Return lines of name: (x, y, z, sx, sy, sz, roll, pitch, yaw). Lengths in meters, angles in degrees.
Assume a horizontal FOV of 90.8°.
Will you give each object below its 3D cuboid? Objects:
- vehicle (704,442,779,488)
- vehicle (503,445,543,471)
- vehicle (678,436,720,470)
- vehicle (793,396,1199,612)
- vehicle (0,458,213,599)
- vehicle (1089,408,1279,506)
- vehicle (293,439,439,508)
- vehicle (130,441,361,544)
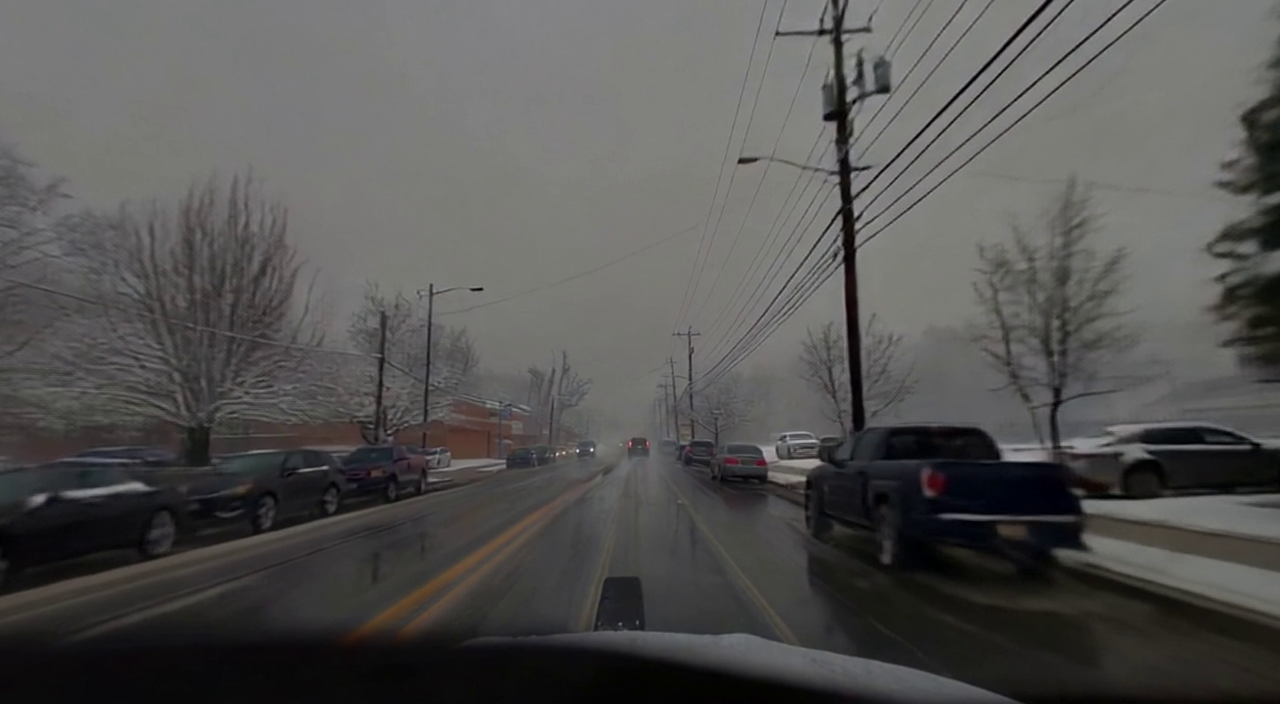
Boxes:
vehicle: (3.506, 3.981, 22.642, 1.866, 1.439, 4.482, 0, -8, -1)
vehicle: (-8.493, 7.676, 46.173, 2.113, 1.665, 5.062, 0, -7, -2)
vehicle: (3.391, 5.954, 37.177, 2.025, 1.843, 4.883, -1, -9, 1)
vehicle: (3.547, 1.601, 7.673, 2.088, 1.765, 4.704, 0, -8, -1)
vehicle: (-8.622, 2.337, 8.817, 2.022, 1.501, 4.860, 0, -7, -1)
vehicle: (11.314, 1.845, 11.480, 4.711, 1.587, 1.909, -2, -8, 3)
vehicle: (-8.317, 3.721, 19.922, 1.986, 1.831, 5.678, 0, -9, 1)
vehicle: (-8.466, 2.978, 14.280, 2.045, 1.820, 4.858, 0, -7, 0)
